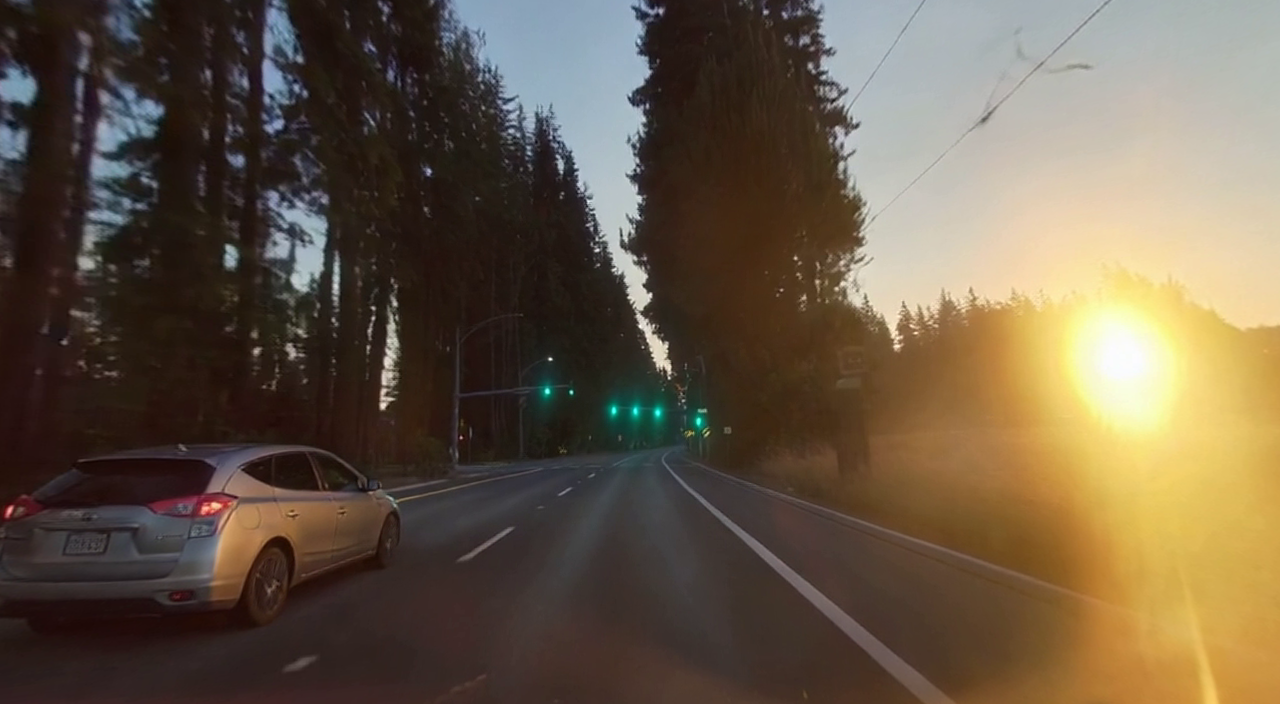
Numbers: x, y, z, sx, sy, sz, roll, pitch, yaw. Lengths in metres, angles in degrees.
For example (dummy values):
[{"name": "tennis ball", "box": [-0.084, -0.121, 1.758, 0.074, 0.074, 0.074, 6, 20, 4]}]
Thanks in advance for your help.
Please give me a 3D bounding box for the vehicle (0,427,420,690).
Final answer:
[{"name": "vehicle", "box": [-3.692, 1.445, 5.630, 1.946, 1.437, 4.154, 0, -8, 0]}]
